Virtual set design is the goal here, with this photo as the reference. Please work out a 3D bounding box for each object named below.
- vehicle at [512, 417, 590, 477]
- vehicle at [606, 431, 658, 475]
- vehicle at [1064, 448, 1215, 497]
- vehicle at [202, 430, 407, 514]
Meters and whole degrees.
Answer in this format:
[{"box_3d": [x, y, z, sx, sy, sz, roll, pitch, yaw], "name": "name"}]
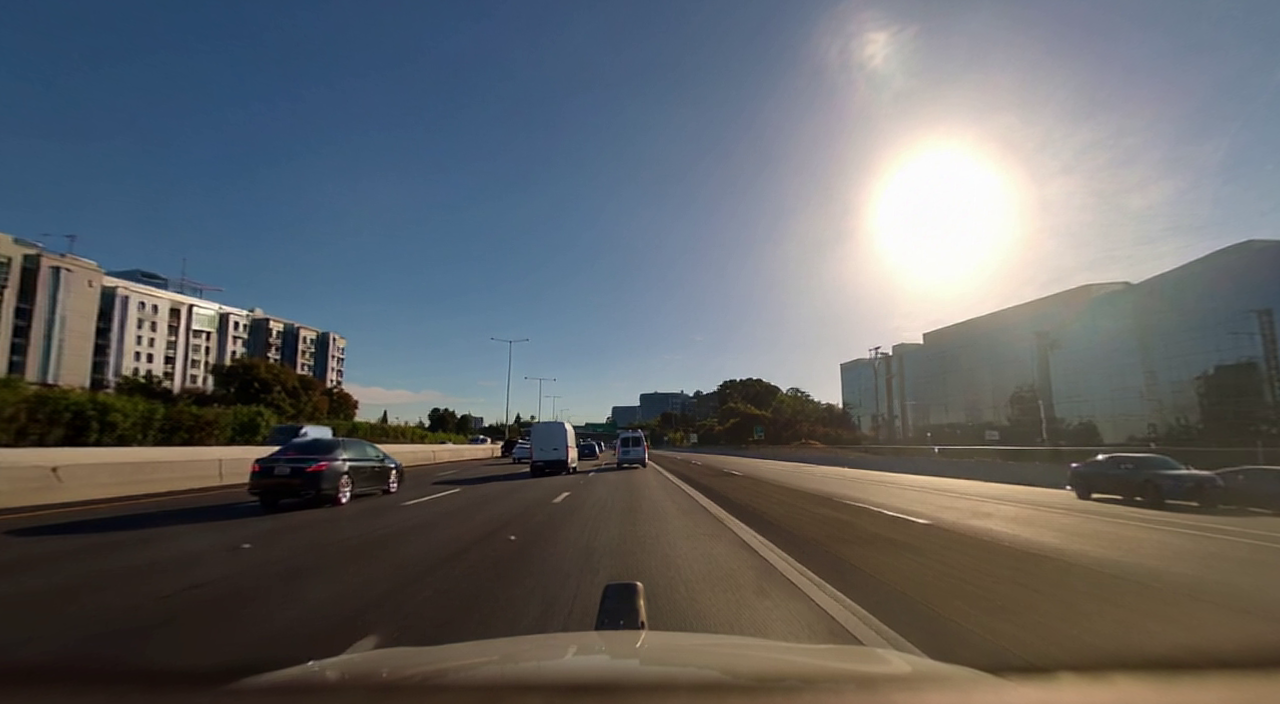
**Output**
[{"box_3d": [-3.665, 4.105, 27.291, 2.504, 2.276, 5.933, 0, -9, 0], "name": "vehicle"}, {"box_3d": [-0.351, 4.584, 28.738, 2.207, 1.807, 4.199, 0, -9, 0], "name": "vehicle"}, {"box_3d": [21.185, 5.073, 27.099, 2.083, 1.873, 5.209, 0, -9, -1], "name": "vehicle"}, {"box_3d": [-6.947, 2.533, 13.748, 1.959, 1.493, 4.575, 0, -9, 0], "name": "vehicle"}]
